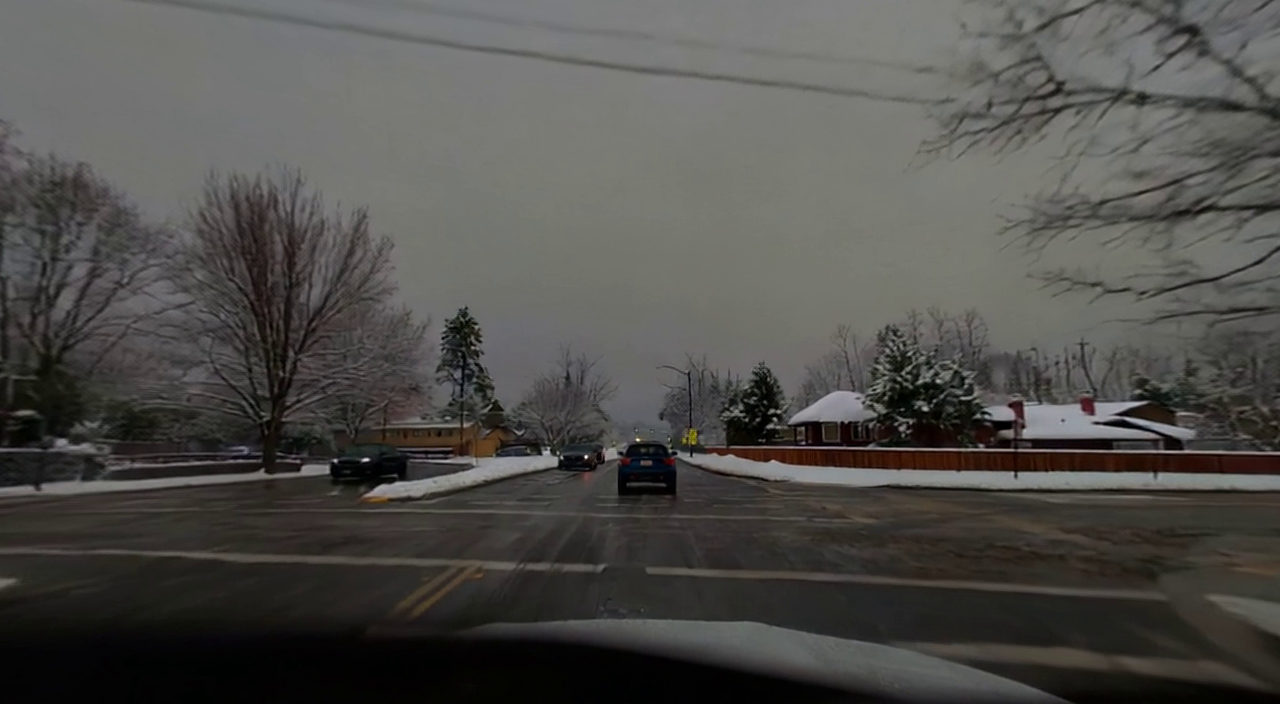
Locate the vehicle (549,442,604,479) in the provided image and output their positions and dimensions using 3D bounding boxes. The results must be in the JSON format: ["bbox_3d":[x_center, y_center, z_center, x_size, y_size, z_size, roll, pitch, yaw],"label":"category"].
[{"bbox_3d":[-3.153,5.460,32.139,2.067,1.546,4.988,2,-7,2],"label":"vehicle"}]

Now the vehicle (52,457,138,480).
[{"bbox_3d":[-41.234,8.790,47.594,4.724,1.597,2.191,8,-11,-41],"label":"vehicle"}]

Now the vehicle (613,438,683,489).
[{"bbox_3d":[0.286,3.953,22.585,2.290,1.653,4.127,0,-9,1],"label":"vehicle"}]

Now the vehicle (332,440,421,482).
[{"bbox_3d":[-11.530,4.792,27.822,2.103,1.679,4.199,0,-8,-1],"label":"vehicle"}]
